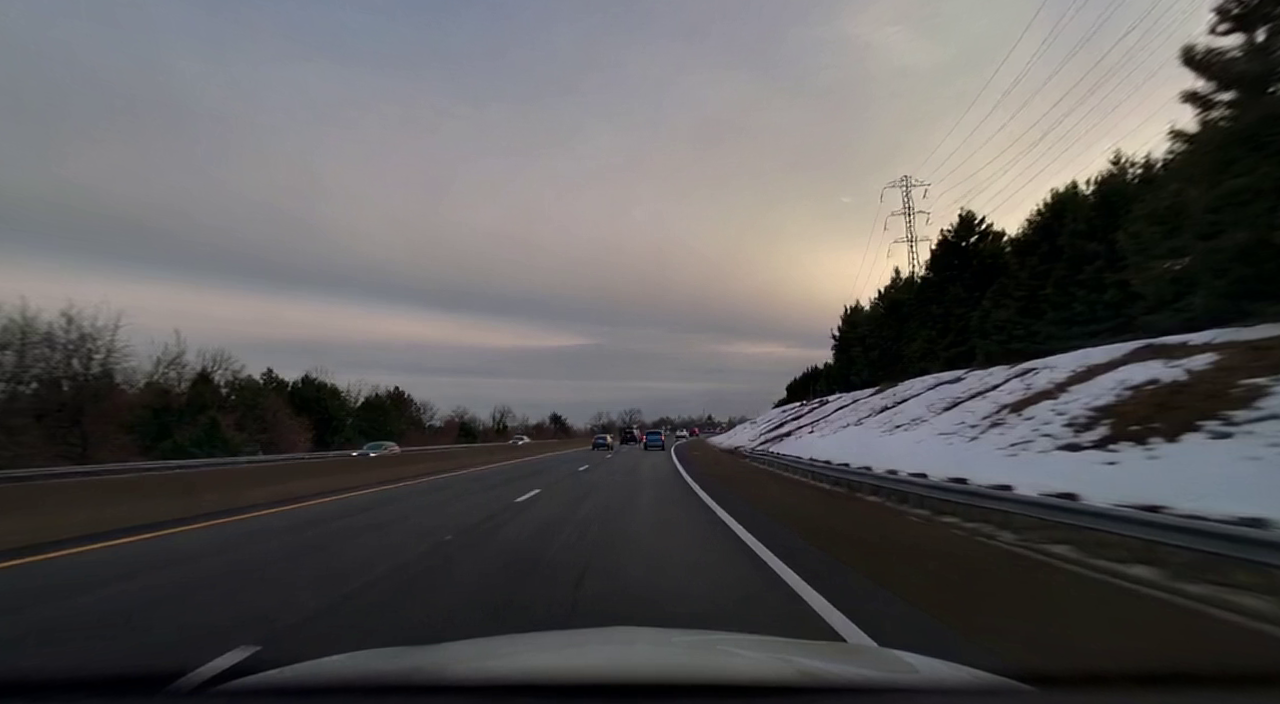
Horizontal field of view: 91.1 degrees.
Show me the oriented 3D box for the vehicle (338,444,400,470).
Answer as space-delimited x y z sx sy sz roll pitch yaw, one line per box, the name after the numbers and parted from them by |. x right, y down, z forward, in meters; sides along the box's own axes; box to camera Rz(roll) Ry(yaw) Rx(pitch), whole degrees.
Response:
-17.430 6.747 40.634 1.900 1.502 4.486 0 -8 2 | vehicle

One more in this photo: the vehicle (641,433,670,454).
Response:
1.207 6.966 47.987 2.077 1.523 4.206 0 -8 2 | vehicle

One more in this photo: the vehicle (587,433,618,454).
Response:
-2.828 6.970 48.119 1.907 1.515 3.807 0 -8 3 | vehicle
